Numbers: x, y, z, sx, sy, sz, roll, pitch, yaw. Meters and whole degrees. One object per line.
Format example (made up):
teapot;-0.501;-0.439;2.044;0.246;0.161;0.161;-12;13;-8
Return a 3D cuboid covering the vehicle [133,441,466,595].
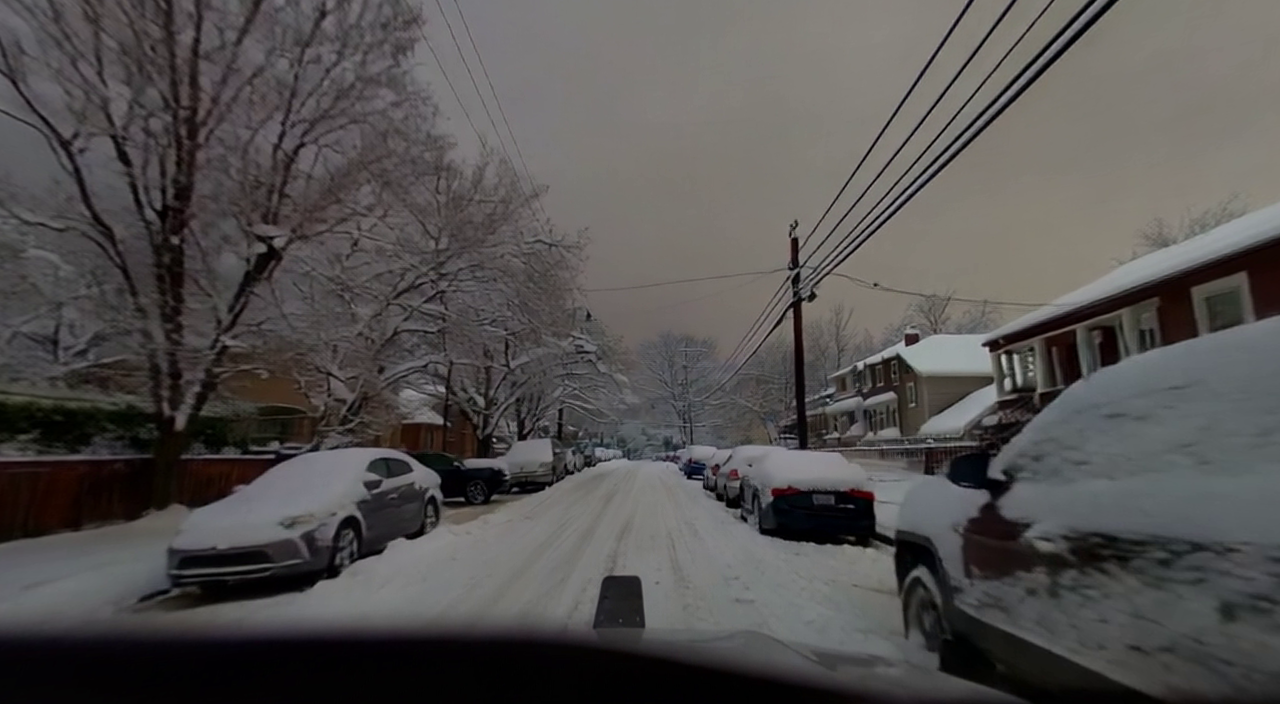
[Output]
vehicle;-4.117;2.037;8.815;1.988;1.541;4.686;0;-8;1

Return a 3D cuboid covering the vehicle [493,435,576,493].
vehicle;-3.871;4.187;24.167;2.280;1.953;5.092;0;-8;0

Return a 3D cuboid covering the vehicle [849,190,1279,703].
vehicle;2.746;0.705;2.175;2.295;2.019;5.212;0;-8;1
